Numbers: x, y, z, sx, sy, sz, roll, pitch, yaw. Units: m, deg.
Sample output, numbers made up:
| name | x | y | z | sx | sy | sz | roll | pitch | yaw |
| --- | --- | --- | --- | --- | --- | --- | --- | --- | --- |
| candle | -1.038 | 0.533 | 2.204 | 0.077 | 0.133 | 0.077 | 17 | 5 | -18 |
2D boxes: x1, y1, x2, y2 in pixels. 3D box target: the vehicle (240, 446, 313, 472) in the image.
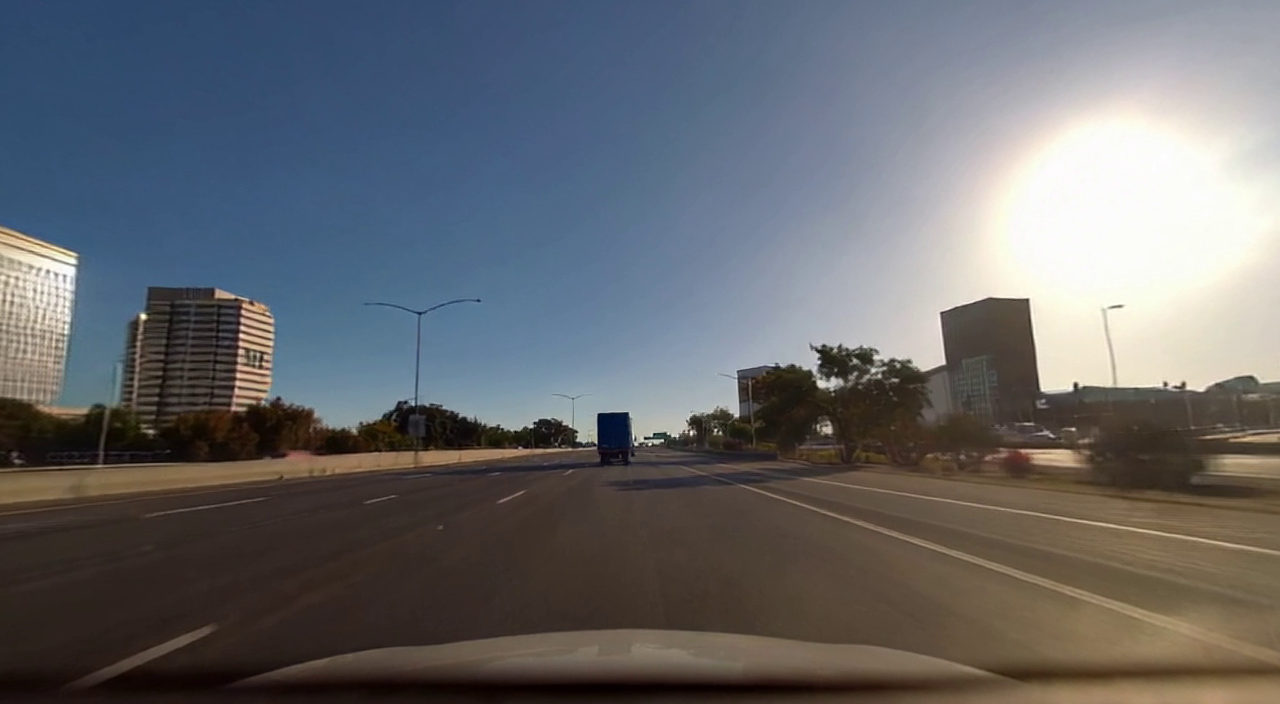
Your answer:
| name | x | y | z | sx | sy | sz | roll | pitch | yaw |
| --- | --- | --- | --- | --- | --- | --- | --- | --- | --- |
| vehicle | -21.487 | 6.326 | 37.413 | 1.844 | 1.463 | 4.397 | 0 | -9 | -2 |
